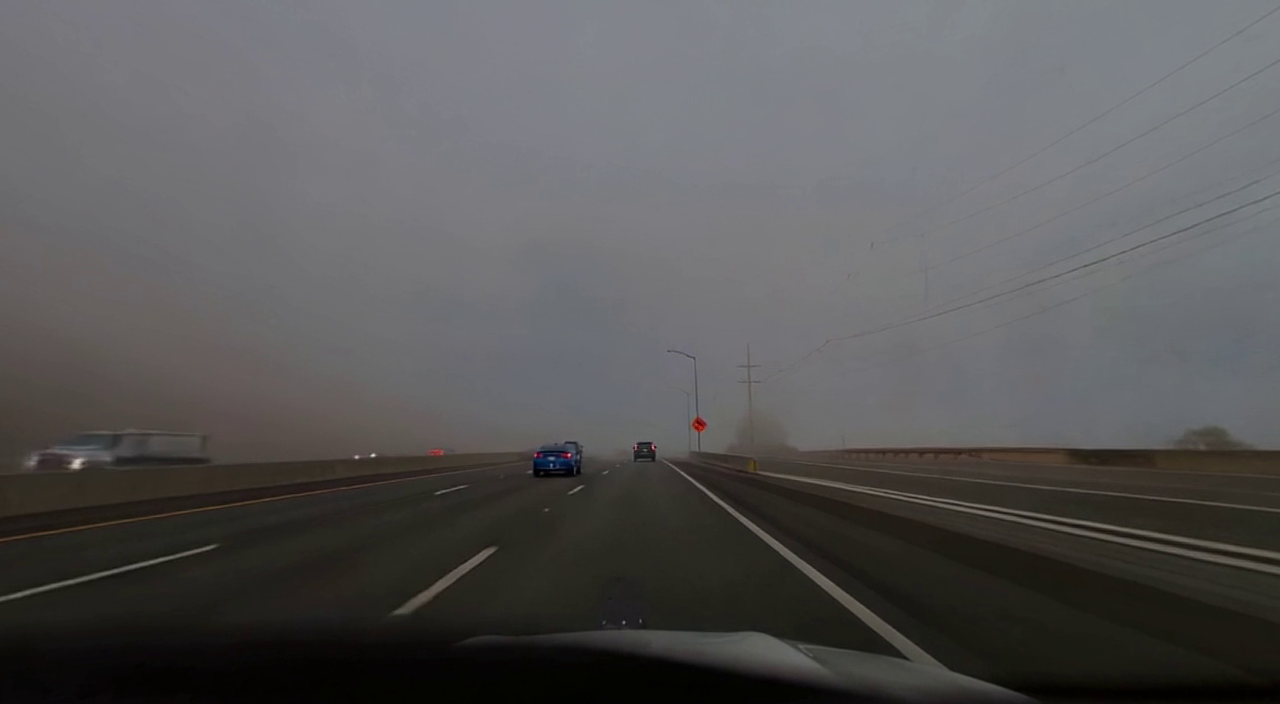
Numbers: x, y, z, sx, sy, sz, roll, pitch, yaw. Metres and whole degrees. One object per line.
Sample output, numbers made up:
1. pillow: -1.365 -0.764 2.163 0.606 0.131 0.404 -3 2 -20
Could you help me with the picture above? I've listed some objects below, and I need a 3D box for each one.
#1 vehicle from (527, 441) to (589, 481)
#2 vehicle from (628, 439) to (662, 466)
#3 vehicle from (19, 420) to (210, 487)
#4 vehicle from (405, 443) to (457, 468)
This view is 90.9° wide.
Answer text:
1. vehicle: -3.411 4.626 27.126 1.967 1.517 4.808 0 -8 1
2. vehicle: 0.350 6.827 42.923 2.194 1.737 4.127 0 -8 0
3. vehicle: -28.119 5.502 34.563 3.066 3.140 8.513 0 -8 0
4. vehicle: -14.291 7.073 43.381 2.047 1.608 4.257 -1 -8 1
